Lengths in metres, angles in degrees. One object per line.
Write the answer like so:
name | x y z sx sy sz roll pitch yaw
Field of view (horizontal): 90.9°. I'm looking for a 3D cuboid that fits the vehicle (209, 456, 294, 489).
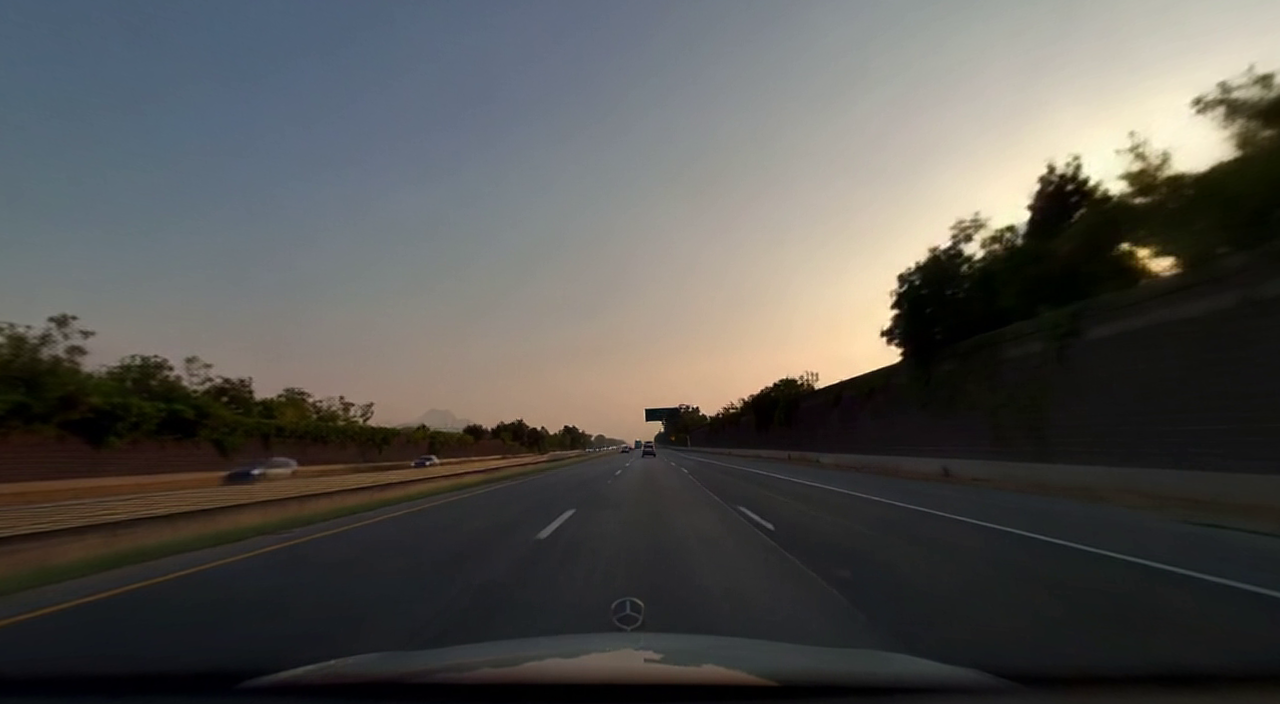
vehicle | -20.853 6.471 34.073 1.841 1.547 4.275 -1 -9 1
